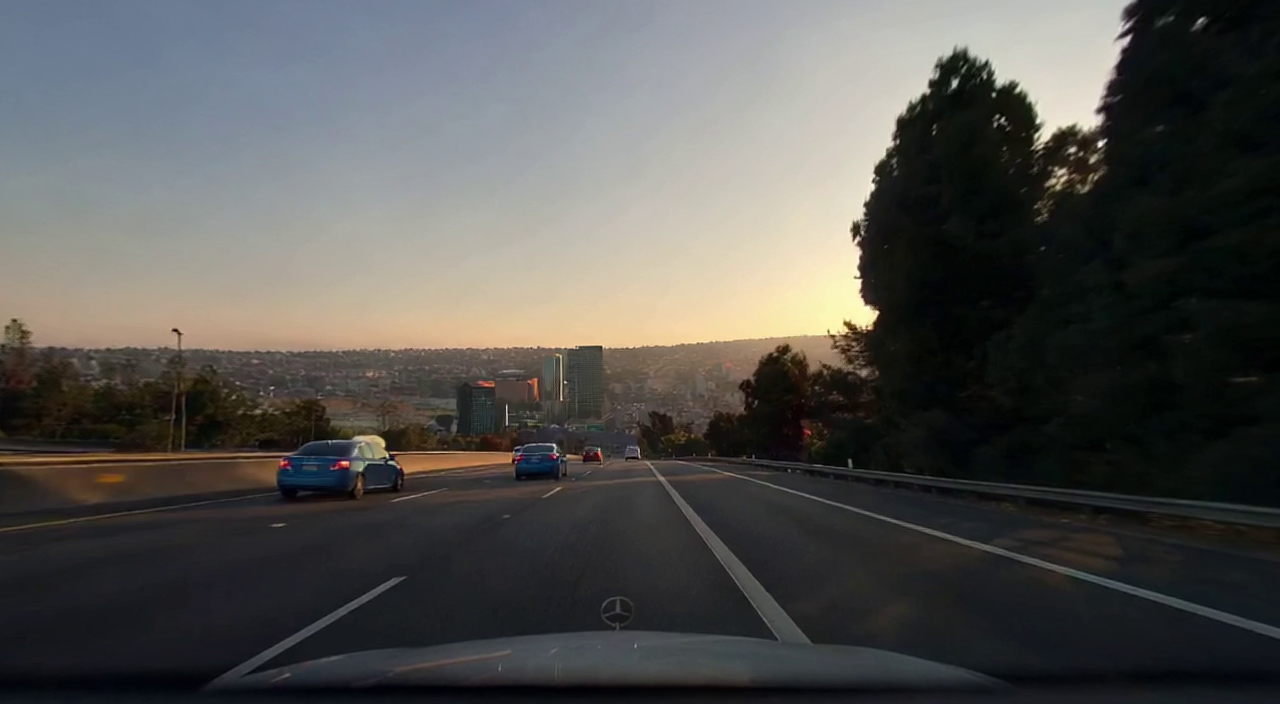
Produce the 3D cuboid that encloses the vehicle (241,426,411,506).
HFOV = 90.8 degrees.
[{"bbox_3d":[-8.152,3.004,17.110,2.040,1.824,4.917,0,-9,0],"label":"vehicle"}]

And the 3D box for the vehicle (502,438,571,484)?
[{"bbox_3d":[-4.113,4.400,25.781,2.075,1.702,4.257,0,-9,0],"label":"vehicle"}]
